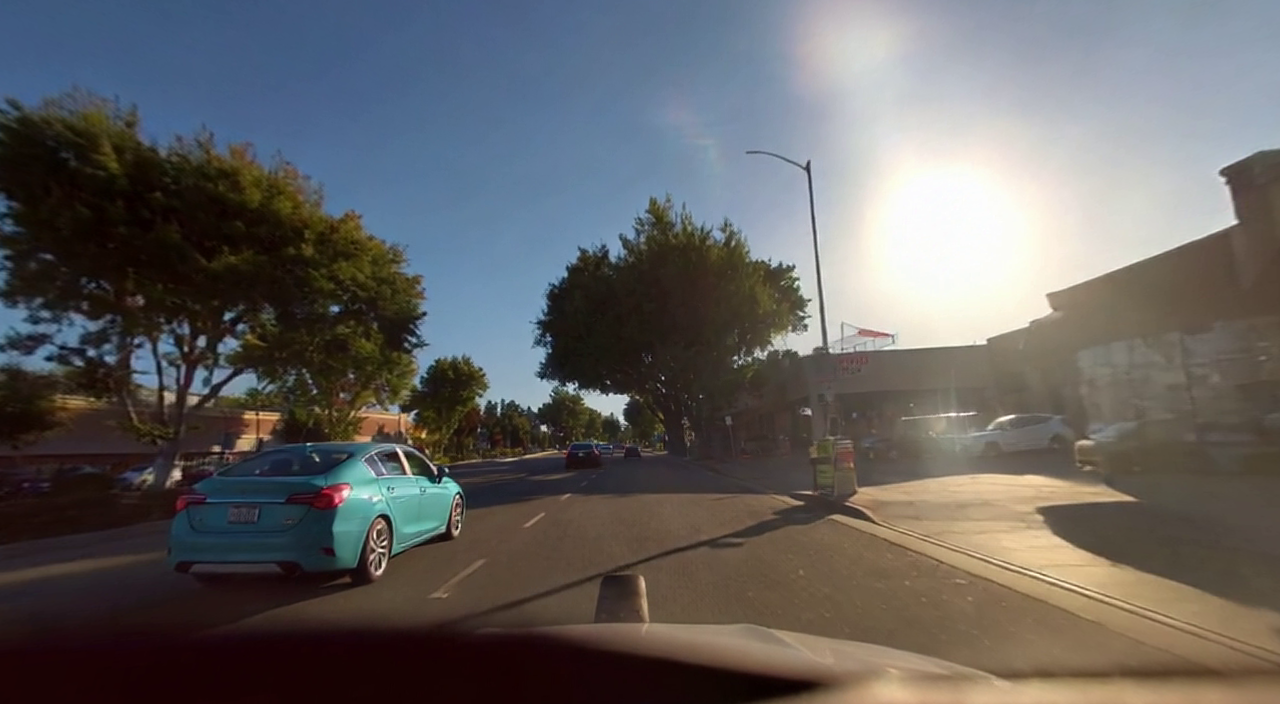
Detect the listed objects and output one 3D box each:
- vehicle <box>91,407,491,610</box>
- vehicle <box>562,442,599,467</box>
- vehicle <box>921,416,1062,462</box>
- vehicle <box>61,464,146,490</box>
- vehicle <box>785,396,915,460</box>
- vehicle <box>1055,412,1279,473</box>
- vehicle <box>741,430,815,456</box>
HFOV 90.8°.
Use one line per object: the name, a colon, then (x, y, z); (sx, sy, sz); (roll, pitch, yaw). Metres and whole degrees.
vehicle: (-3.433, 1.643, 7.563); (2.126, 1.655, 4.560); (0, -9, 1)
vehicle: (-3.650, 6.363, 39.457); (1.955, 1.461, 4.396); (0, -9, -1)
vehicle: (13.299, 3.321, 24.099); (4.165, 1.650, 1.946); (0, -9, -3)
vehicle: (-36.342, 8.452, 42.954); (1.965, 1.470, 4.482); (0, -9, -3)
vehicle: (12.219, 4.501, 37.184); (6.427, 3.417, 2.845); (-2, -8, -2)
vehicle: (13.422, 2.299, 16.023); (4.470, 1.427, 1.872); (0, -9, -2)
vehicle: (10.476, 6.933, 48.137); (5.130, 1.902, 2.056); (0, -9, -1)
